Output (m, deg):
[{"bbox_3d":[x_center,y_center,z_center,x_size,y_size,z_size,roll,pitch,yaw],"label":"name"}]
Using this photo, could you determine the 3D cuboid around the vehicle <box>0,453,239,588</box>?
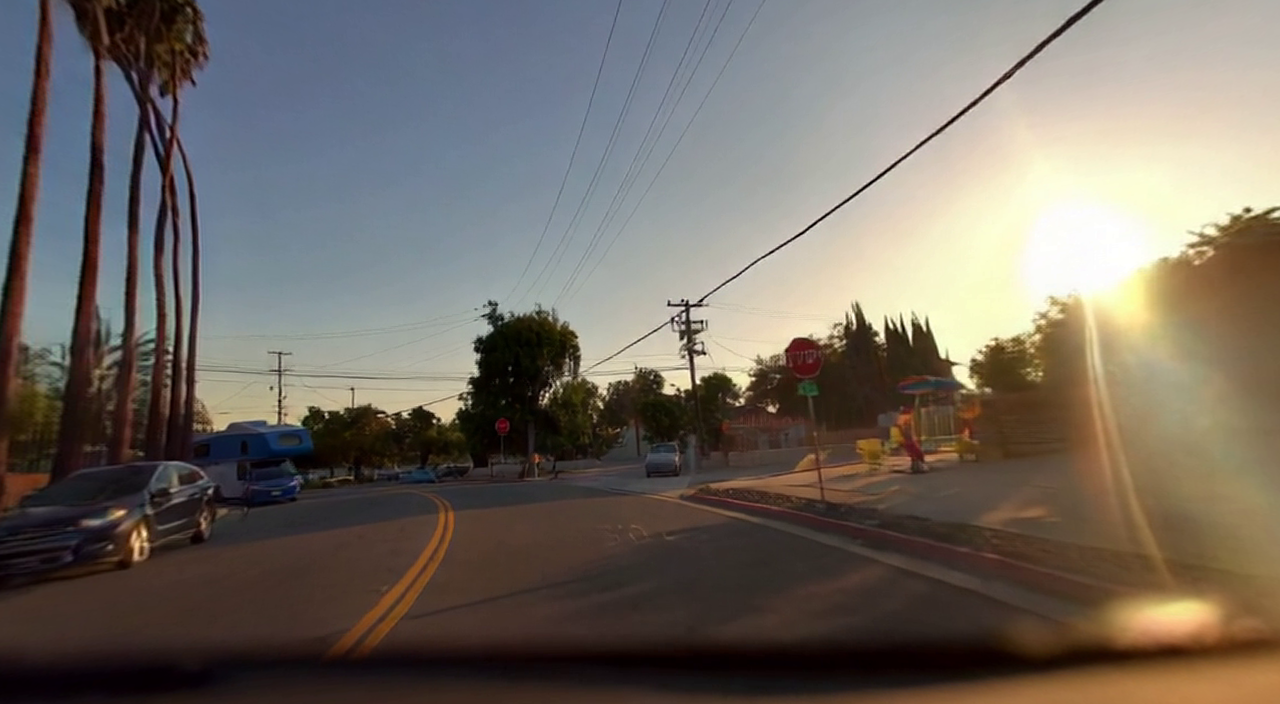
[{"bbox_3d":[-8.498,2.559,10.472,2.085,1.545,4.340,1,-7,-18],"label":"vehicle"}]

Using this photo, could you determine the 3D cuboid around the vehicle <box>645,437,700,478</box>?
[{"bbox_3d":[1.644,5.668,34.471,2.508,1.887,5.930,-1,-7,-1],"label":"vehicle"}]

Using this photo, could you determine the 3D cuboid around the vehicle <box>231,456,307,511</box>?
[{"bbox_3d":[-13.554,4.661,22.943,2.103,1.599,4.865,3,-9,-32],"label":"vehicle"}]
